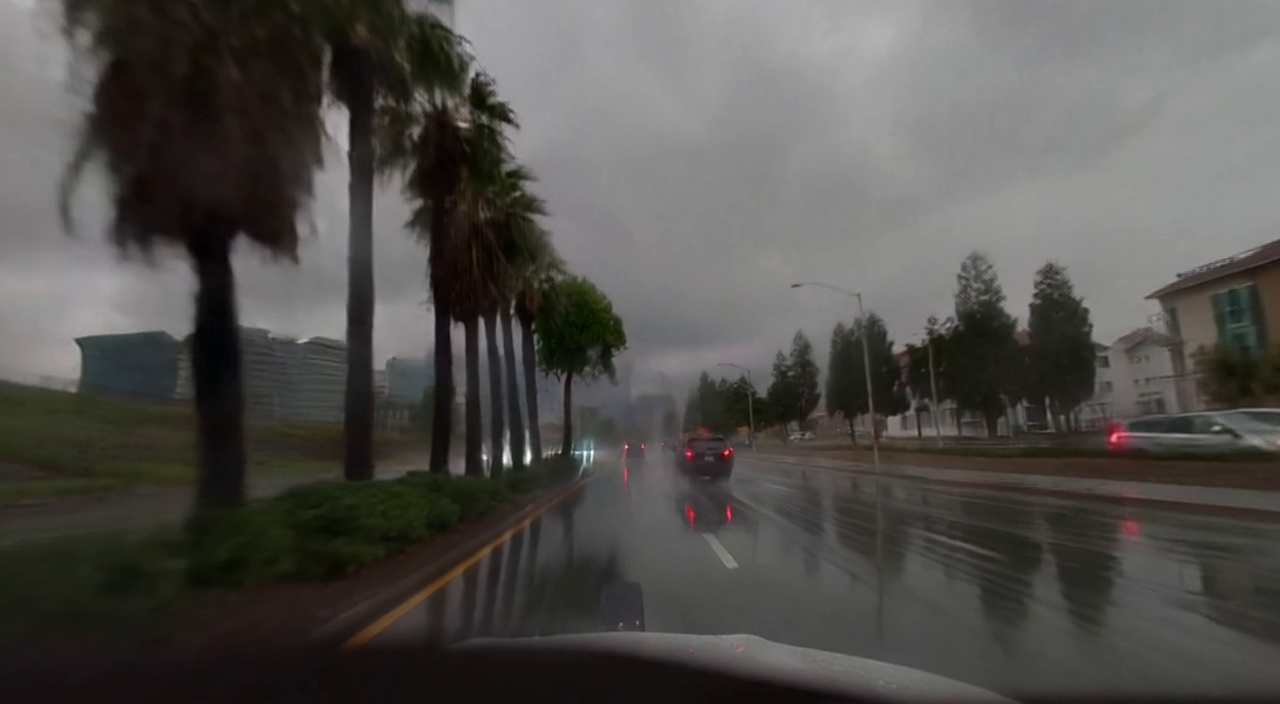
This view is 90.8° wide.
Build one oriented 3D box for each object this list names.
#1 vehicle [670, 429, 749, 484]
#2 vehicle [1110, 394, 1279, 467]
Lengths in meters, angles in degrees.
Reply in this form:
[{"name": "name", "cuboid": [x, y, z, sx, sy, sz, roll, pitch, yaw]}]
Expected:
[{"name": "vehicle", "cuboid": [2.708, 4.302, 26.221, 2.559, 2.017, 5.562, 0, -9, 0]}, {"name": "vehicle", "cuboid": [19.306, 2.590, 20.426, 2.305, 2.084, 6.115, 1, -10, -21]}]
